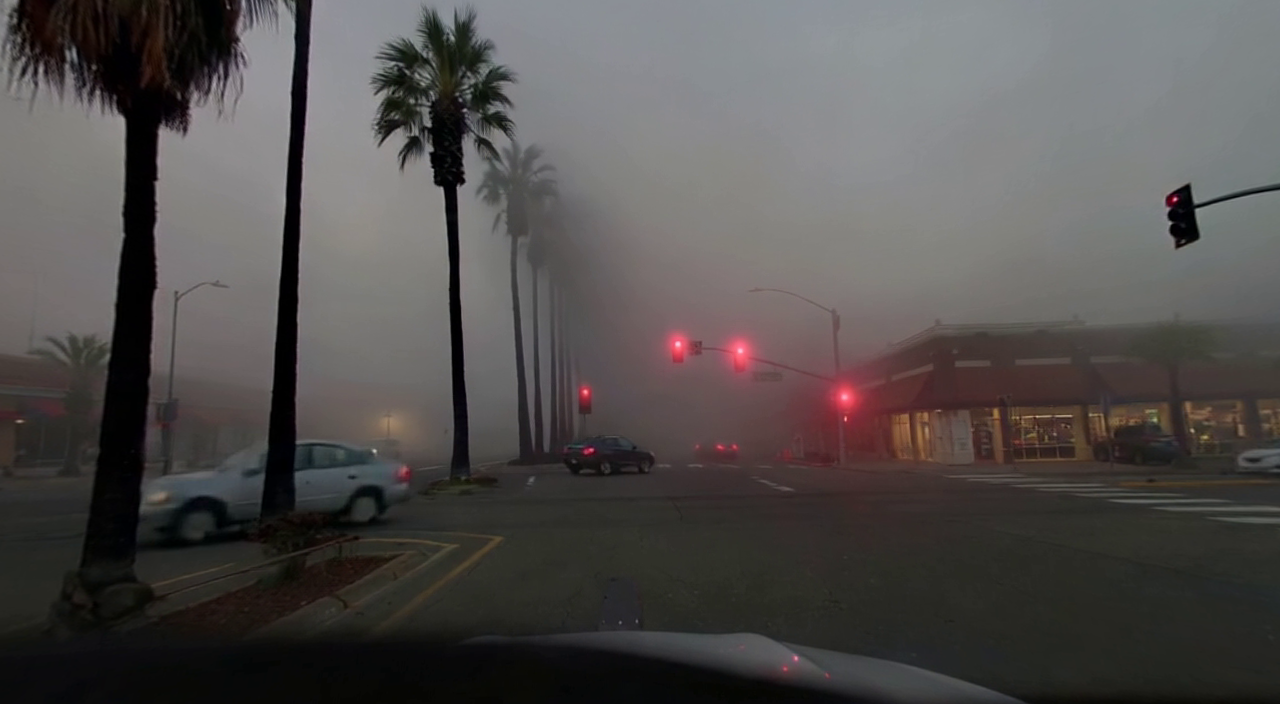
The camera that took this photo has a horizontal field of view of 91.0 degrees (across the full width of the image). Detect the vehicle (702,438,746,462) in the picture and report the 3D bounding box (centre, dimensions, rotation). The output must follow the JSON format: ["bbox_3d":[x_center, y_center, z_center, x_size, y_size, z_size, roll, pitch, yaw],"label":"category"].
[{"bbox_3d":[5.734,6.763,43.420,1.890,1.572,3.826,2,-9,-11],"label":"vehicle"}]

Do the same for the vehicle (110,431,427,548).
[{"bbox_3d":[-5.871,2.121,10.424,1.828,1.512,4.035,-6,-11,37],"label":"vehicle"}]

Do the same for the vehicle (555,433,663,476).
[{"bbox_3d":[-1.206,4.303,26.637,1.999,1.653,4.603,-7,-11,39],"label":"vehicle"}]
